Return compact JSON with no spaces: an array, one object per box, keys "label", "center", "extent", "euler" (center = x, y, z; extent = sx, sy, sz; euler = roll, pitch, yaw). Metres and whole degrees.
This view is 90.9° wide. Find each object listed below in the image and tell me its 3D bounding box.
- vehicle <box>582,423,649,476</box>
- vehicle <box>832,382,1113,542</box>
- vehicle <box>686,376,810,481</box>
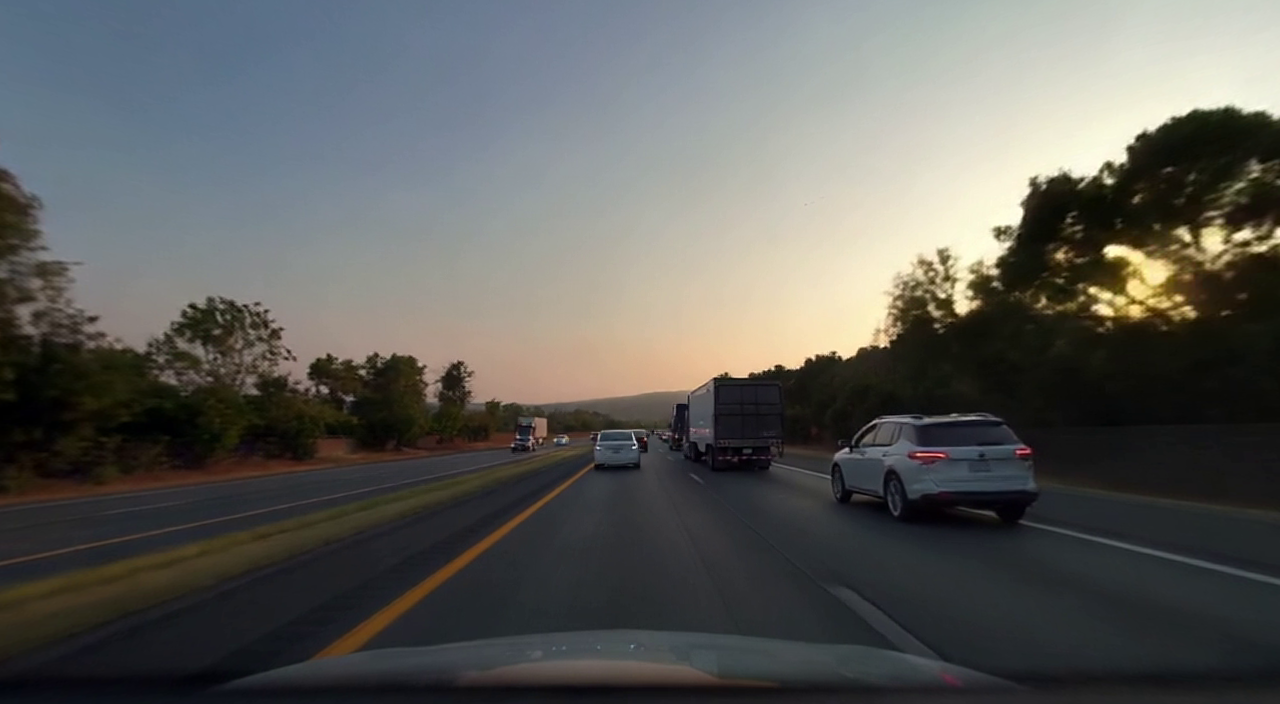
[{"label":"vehicle","center":[-0.771,3.296,21.624],"extent":[2.082,1.638,4.055],"euler":[0,-7,0]},{"label":"vehicle","center":[4.601,1.572,9.576],"extent":[2.011,1.905,3.905],"euler":[0,-8,-2]},{"label":"vehicle","center":[3.418,2.759,22.517],"extent":[2.723,3.027,8.478],"euler":[0,-7,-1]}]
